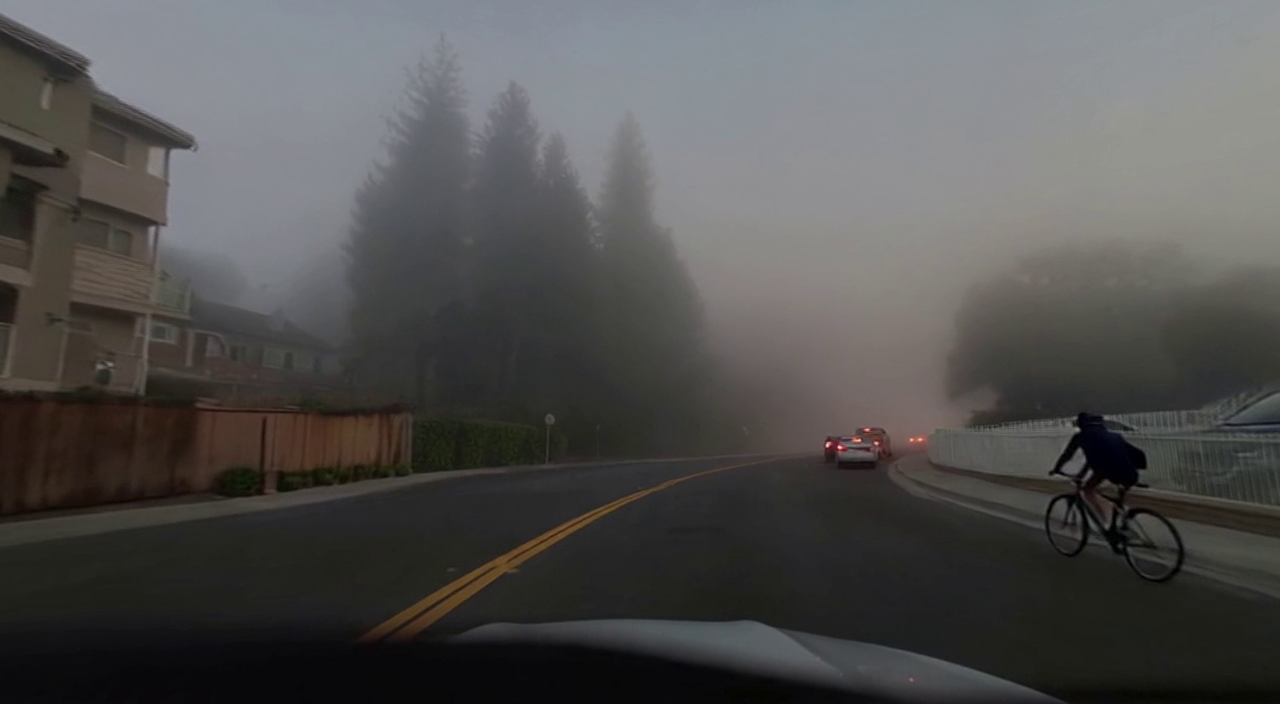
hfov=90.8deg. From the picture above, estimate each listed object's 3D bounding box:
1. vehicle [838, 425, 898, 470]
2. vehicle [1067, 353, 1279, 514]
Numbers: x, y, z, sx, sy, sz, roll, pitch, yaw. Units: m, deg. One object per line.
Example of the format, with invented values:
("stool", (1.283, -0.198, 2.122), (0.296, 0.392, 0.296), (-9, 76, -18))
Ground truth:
("vehicle", (9.557, 4.002, 26.436), (2.105, 1.705, 4.392), (-3, -9, 20))
("vehicle", (10.339, 0.990, 9.248), (6.099, 1.973, 2.450), (-6, -9, 5))
